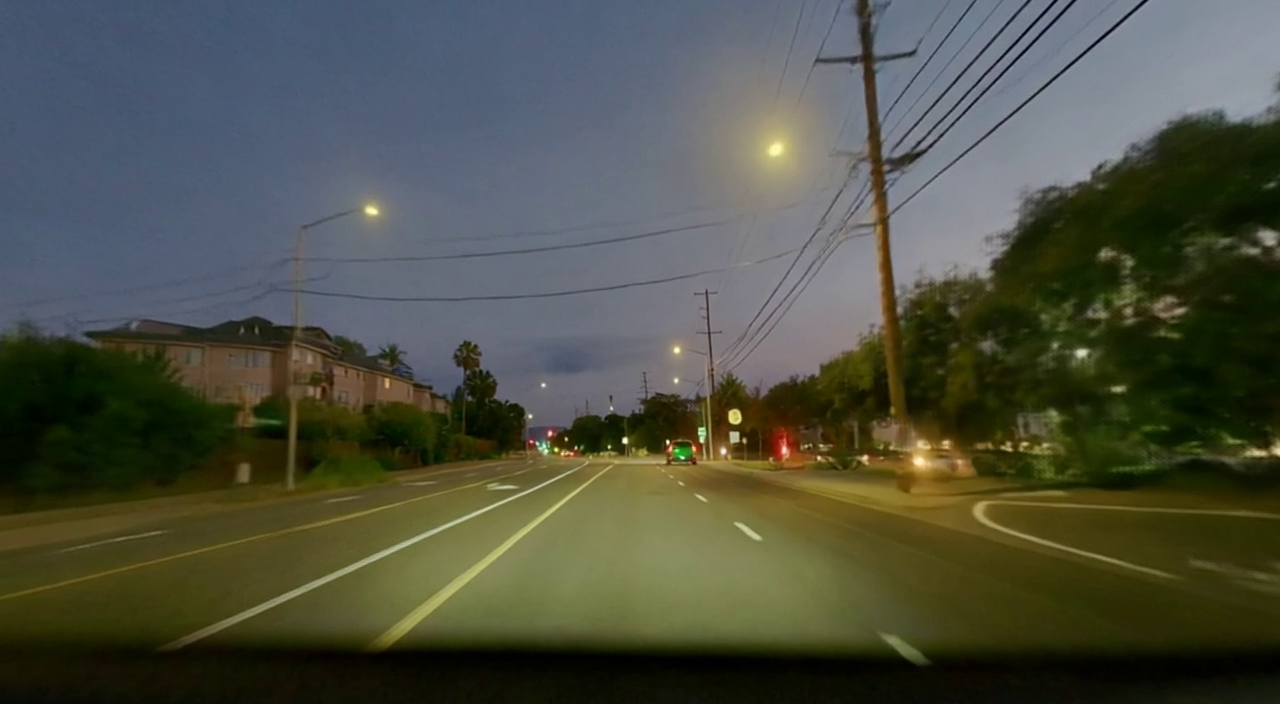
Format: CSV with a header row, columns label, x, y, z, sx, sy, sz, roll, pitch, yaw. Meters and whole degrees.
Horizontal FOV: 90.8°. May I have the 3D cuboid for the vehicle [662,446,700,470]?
label,x,y,z,sx,sy,sz,roll,pitch,yaw
vehicle,2.643,6.994,41.810,2.015,1.467,4.117,0,-9,-3
